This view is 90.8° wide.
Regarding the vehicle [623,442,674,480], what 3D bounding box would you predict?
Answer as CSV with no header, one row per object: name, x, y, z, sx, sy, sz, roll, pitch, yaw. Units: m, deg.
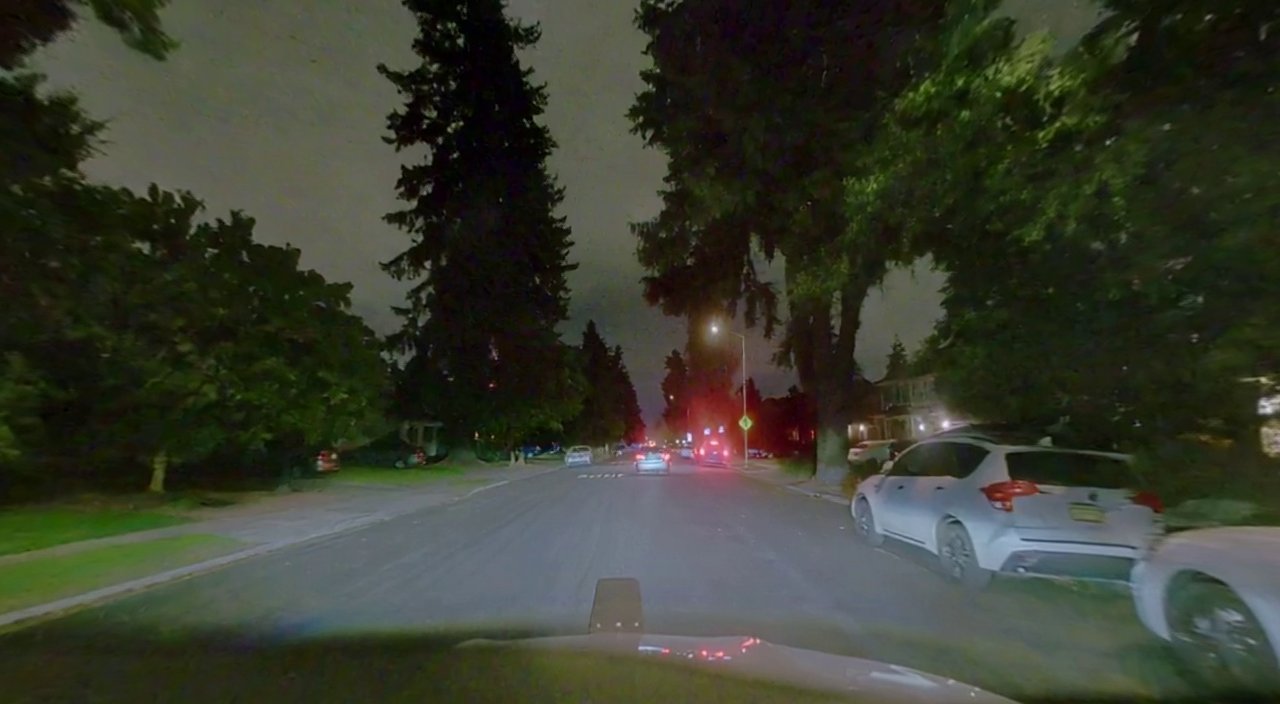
vehicle,0.410,4.538,26.502,2.000,1.449,4.006,0,-8,2

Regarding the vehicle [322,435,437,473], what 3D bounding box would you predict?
vehicle,-12.252,4.794,29.876,4.551,1.700,1.920,-1,-8,4

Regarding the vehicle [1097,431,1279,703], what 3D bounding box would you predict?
vehicle,3.827,0.927,1.655,1.903,1.476,4.461,0,-8,0

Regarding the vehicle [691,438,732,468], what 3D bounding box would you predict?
vehicle,4.877,6.980,43.916,2.221,1.960,4.927,0,-8,0

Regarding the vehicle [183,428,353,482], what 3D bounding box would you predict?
vehicle,-12.491,3.469,21.452,4.510,1.728,1.997,-1,-8,3

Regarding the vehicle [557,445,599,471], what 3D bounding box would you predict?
vehicle,-4.097,7.047,42.356,1.984,1.498,4.508,-3,-8,4

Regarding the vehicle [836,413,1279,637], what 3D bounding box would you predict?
vehicle,4.002,1.646,7.148,2.048,1.671,4.649,0,-8,0
